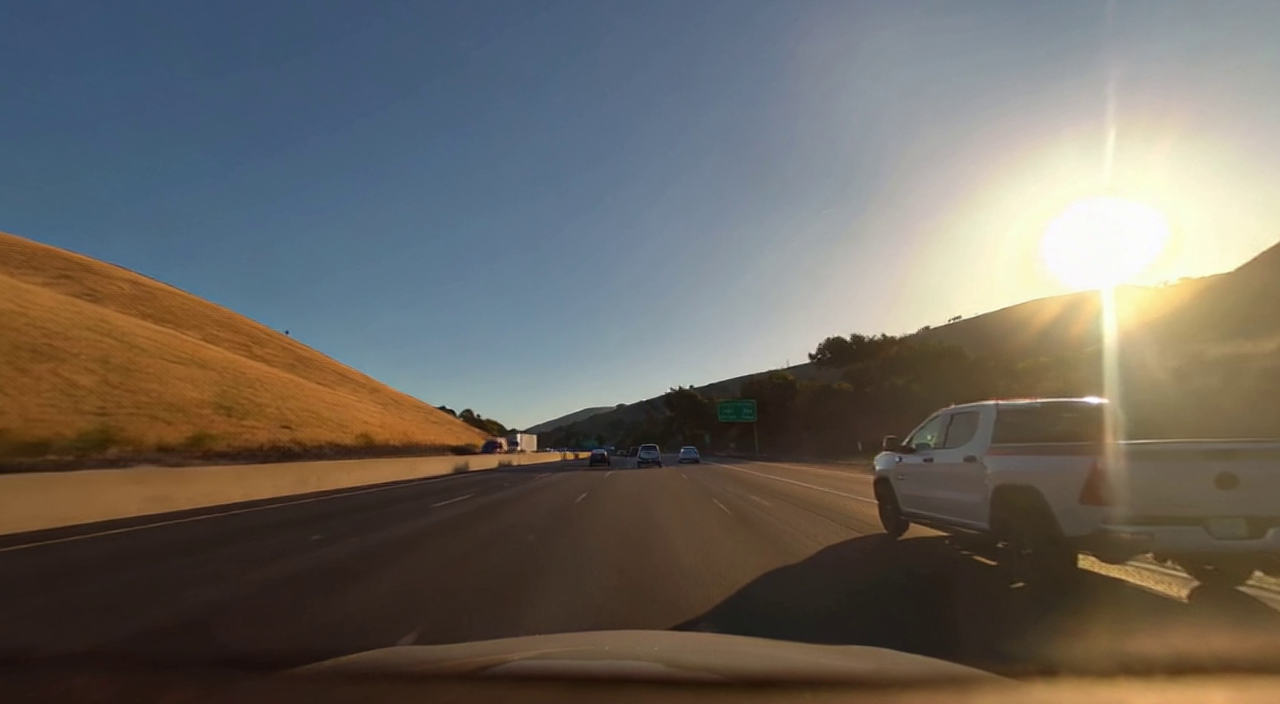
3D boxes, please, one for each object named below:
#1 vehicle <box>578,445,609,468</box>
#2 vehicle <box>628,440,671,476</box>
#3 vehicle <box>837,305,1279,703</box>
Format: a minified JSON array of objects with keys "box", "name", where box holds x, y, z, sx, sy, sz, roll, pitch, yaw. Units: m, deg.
[{"box":[-3.599,8.214,49.853,2.076,1.690,4.113,0,-9,1],"name":"vehicle"},{"box":[0.438,5.369,32.239,2.086,1.685,4.206,0,-8,0],"name":"vehicle"},{"box":[4.124,1.189,5.732,2.700,1.980,5.866,0,-9,-1],"name":"vehicle"}]
